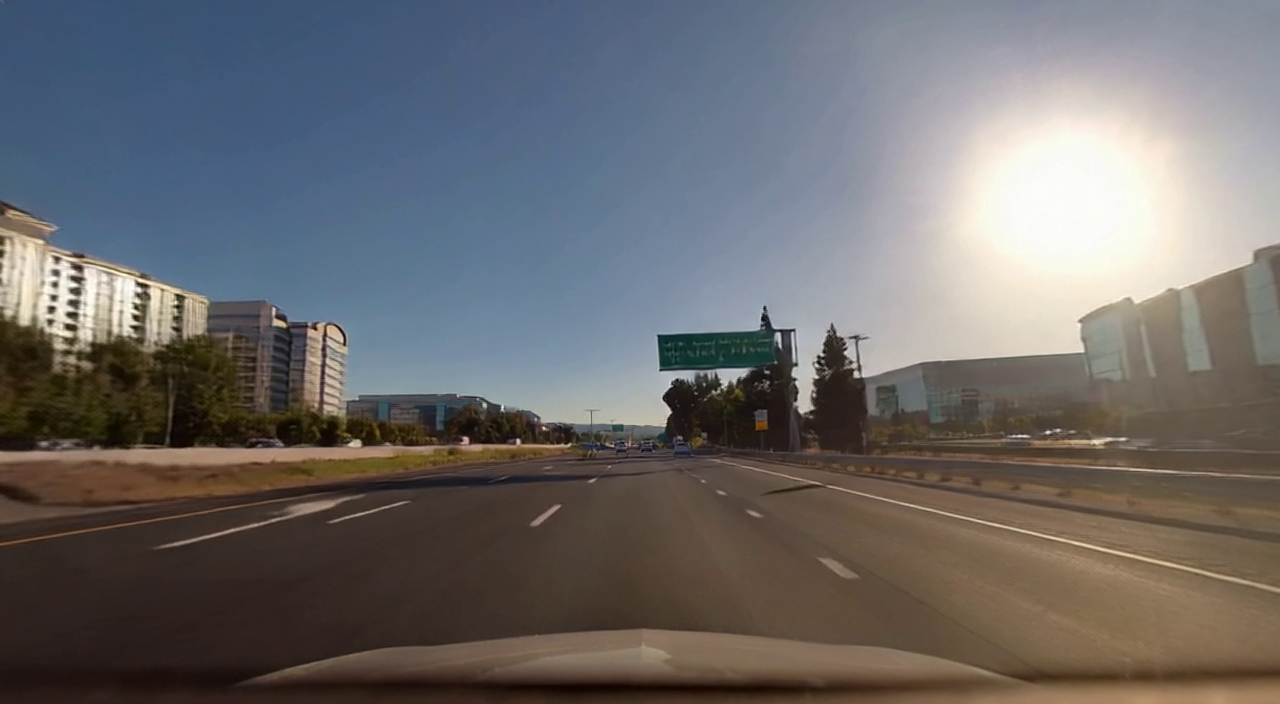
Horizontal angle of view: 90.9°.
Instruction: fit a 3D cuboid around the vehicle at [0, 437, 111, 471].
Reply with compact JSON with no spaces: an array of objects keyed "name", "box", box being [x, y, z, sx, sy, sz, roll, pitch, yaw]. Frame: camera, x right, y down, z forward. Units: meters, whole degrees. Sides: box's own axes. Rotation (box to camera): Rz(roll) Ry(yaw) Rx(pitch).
[{"name":"vehicle","box":[-30.482,5.276,32.849,1.842,1.653,4.523,0,-8,0]}]
